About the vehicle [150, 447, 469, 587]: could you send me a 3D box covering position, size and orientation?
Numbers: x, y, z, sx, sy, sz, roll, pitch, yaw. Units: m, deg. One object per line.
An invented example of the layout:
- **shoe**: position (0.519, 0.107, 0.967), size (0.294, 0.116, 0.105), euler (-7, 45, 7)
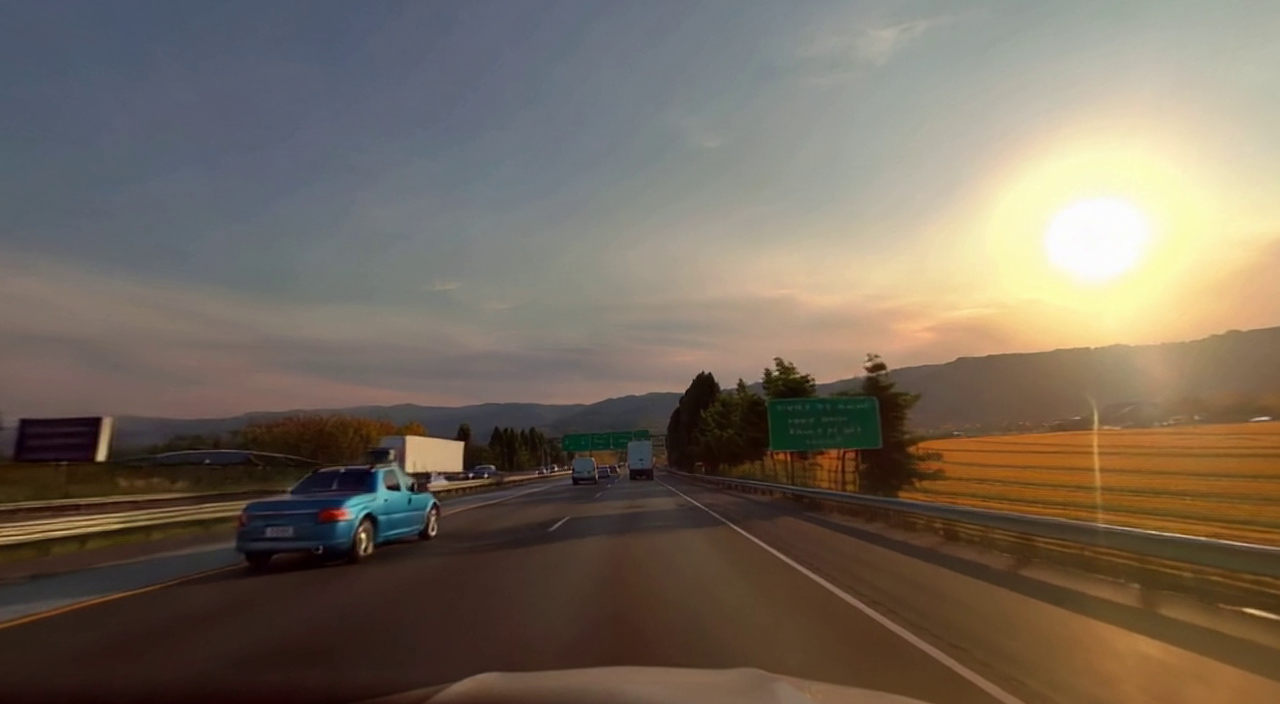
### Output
- **vehicle**: position (-4.171, 2.197, 9.108), size (2.090, 1.462, 4.603), euler (1, -10, 0)
